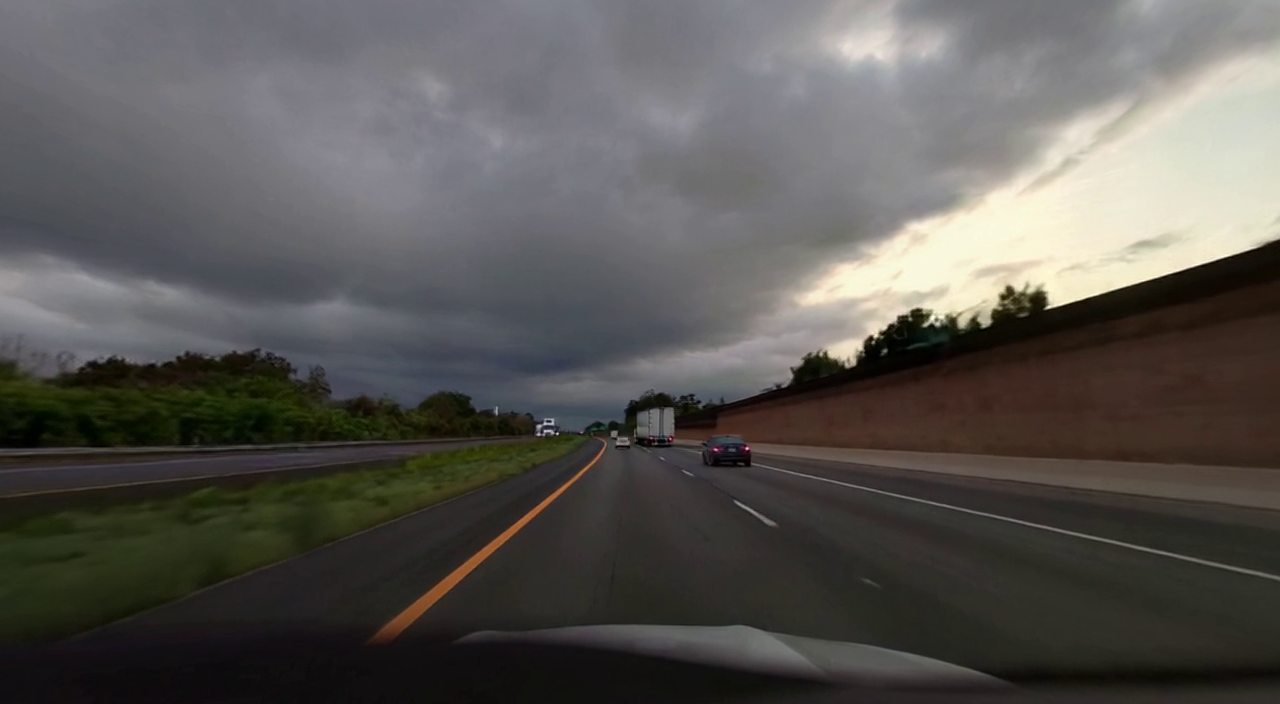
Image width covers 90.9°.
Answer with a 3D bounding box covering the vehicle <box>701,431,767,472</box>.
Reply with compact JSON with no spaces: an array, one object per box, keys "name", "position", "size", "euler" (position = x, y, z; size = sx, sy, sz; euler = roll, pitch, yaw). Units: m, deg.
[{"name":"vehicle","position":[3.639,3.905,25.163],"size":[1.813,1.454,4.197],"euler":[0,-7,-3]}]
